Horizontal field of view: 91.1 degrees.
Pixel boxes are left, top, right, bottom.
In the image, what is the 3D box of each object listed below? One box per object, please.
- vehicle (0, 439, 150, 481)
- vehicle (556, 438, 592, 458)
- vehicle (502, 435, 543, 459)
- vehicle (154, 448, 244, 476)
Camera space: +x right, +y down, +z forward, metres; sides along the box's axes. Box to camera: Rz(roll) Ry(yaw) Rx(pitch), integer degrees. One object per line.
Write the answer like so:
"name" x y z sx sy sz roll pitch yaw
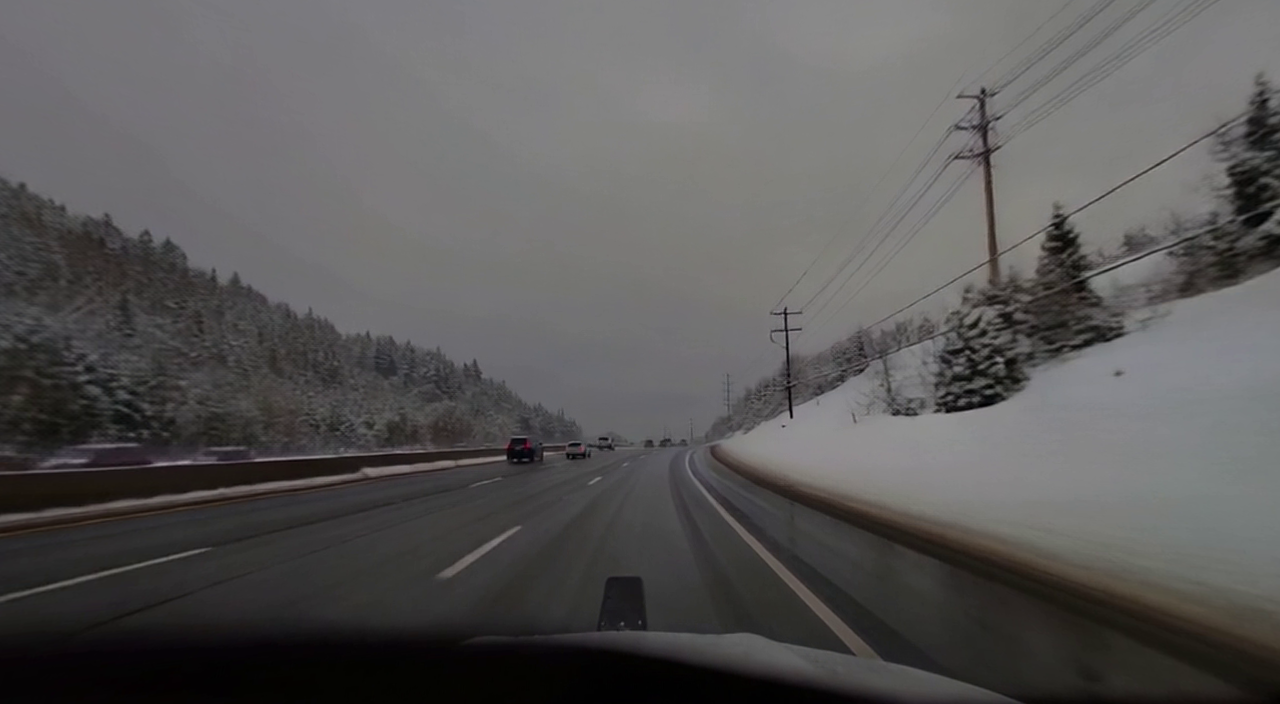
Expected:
"vehicle" -28.070 5.347 31.504 2.245 1.893 5.358 -1 -9 5
"vehicle" -5.179 7.613 49.816 2.010 1.489 4.456 -1 -9 5
"vehicle" -8.970 7.307 48.275 2.063 1.743 4.392 -1 -9 4
"vehicle" -23.973 5.950 34.286 1.870 1.430 3.896 -1 -8 5
